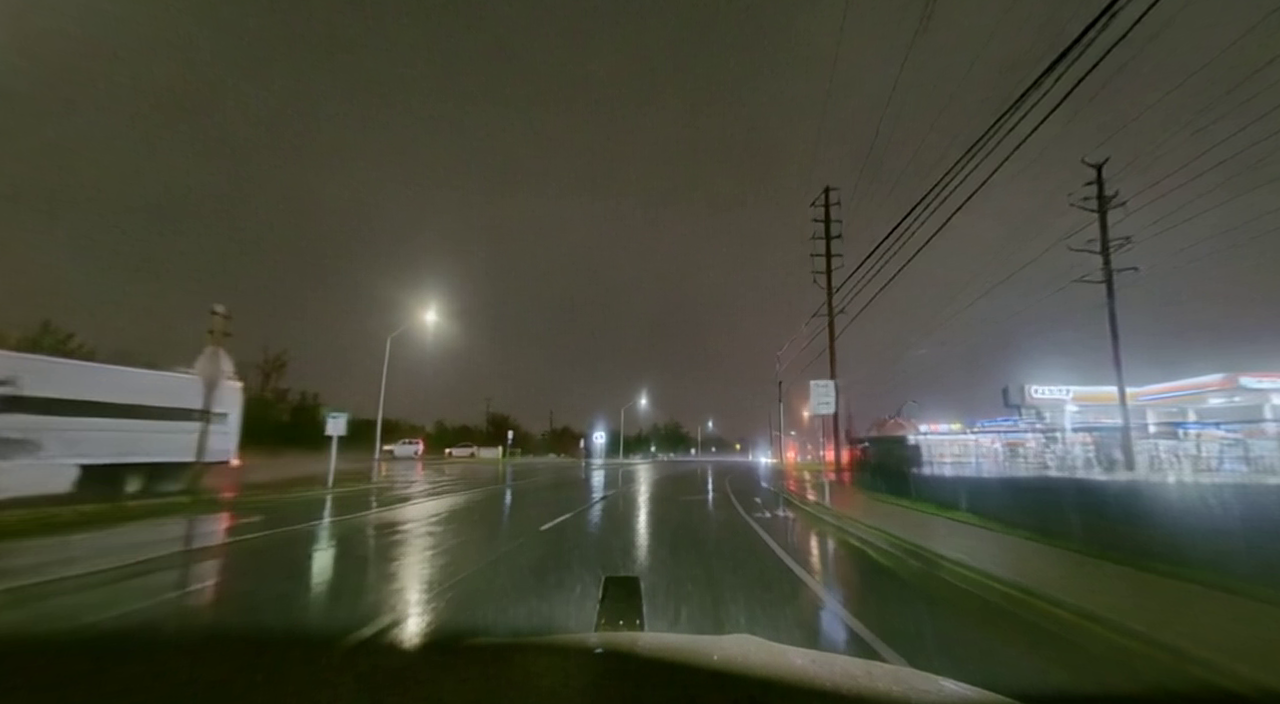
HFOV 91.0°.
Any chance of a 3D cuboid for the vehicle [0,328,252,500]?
[{"bbox_3d":[-16.052,1.786,16.836,2.994,3.930,11.114,-1,-9,8],"label":"vehicle"}]
